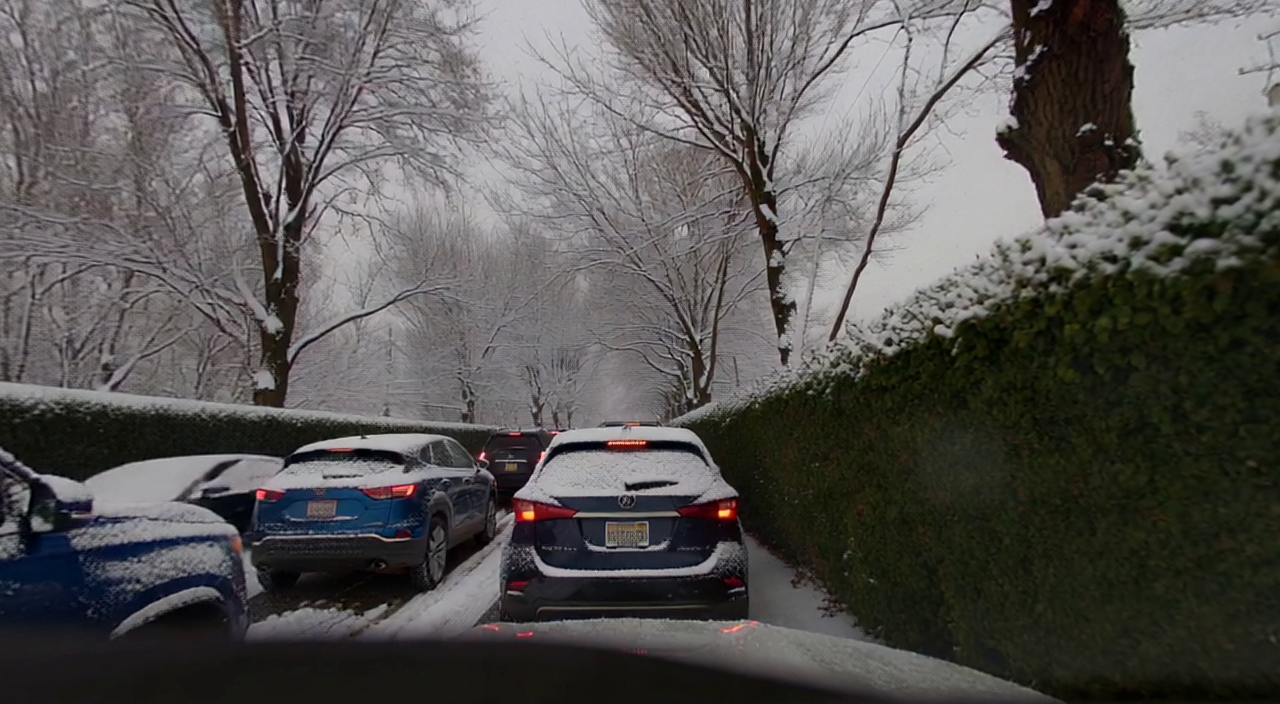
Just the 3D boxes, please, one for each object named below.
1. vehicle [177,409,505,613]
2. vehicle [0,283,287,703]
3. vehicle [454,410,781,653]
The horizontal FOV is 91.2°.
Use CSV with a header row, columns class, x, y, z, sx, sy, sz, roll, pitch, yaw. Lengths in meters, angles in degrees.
class,x,y,z,sx,sy,sz,roll,pitch,yaw
vehicle,-3.417,1.855,8.322,2.256,1.728,4.421,-6,-8,-2
vehicle,-3.279,0.681,1.258,2.205,1.913,5.327,-6,-8,-2
vehicle,-0.170,1.503,6.229,2.154,1.581,4.007,0,-9,-1
